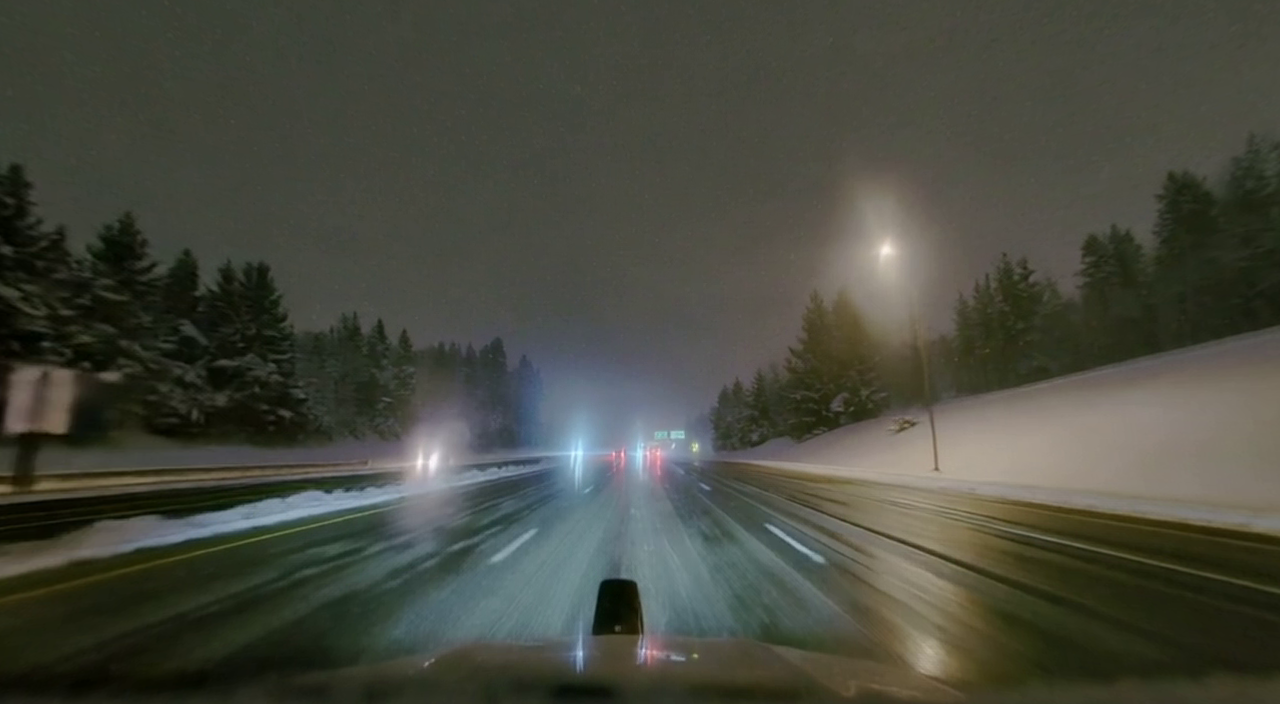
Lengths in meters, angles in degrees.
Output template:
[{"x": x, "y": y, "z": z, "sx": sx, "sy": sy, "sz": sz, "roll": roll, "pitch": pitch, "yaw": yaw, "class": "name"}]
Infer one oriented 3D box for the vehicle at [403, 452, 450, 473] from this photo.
[{"x": -16.545, "y": 8.570, "z": 48.912, "sx": 1.924, "sy": 1.472, "sz": 4.644, "roll": -1, "pitch": -9, "yaw": 1, "class": "vehicle"}]
